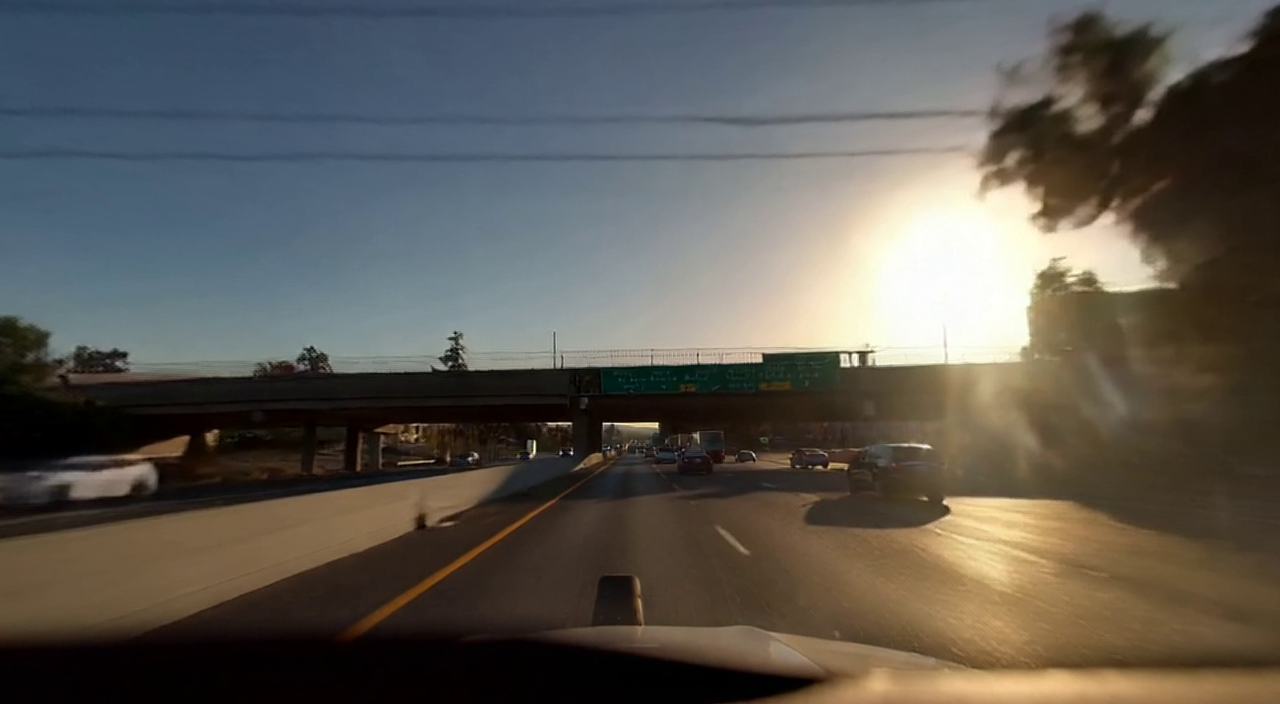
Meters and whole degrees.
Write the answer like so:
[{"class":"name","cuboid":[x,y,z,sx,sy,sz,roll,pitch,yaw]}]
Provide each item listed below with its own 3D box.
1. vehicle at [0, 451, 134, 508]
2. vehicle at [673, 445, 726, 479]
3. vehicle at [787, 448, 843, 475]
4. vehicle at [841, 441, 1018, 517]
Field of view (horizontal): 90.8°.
[{"class":"vehicle","cuboid":[-20.695,4.383,22.215,1.973,1.727,4.537,0,-9,0]},{"class":"vehicle","cuboid":[2.809,5.332,30.890,1.993,1.507,4.594,0,-9,-2]},{"class":"vehicle","cuboid":[9.860,6.168,35.872,1.838,1.440,4.121,0,-9,-2]},{"class":"vehicle","cuboid":[6.540,2.894,14.964,1.952,1.489,4.483,0,-9,-2]}]
